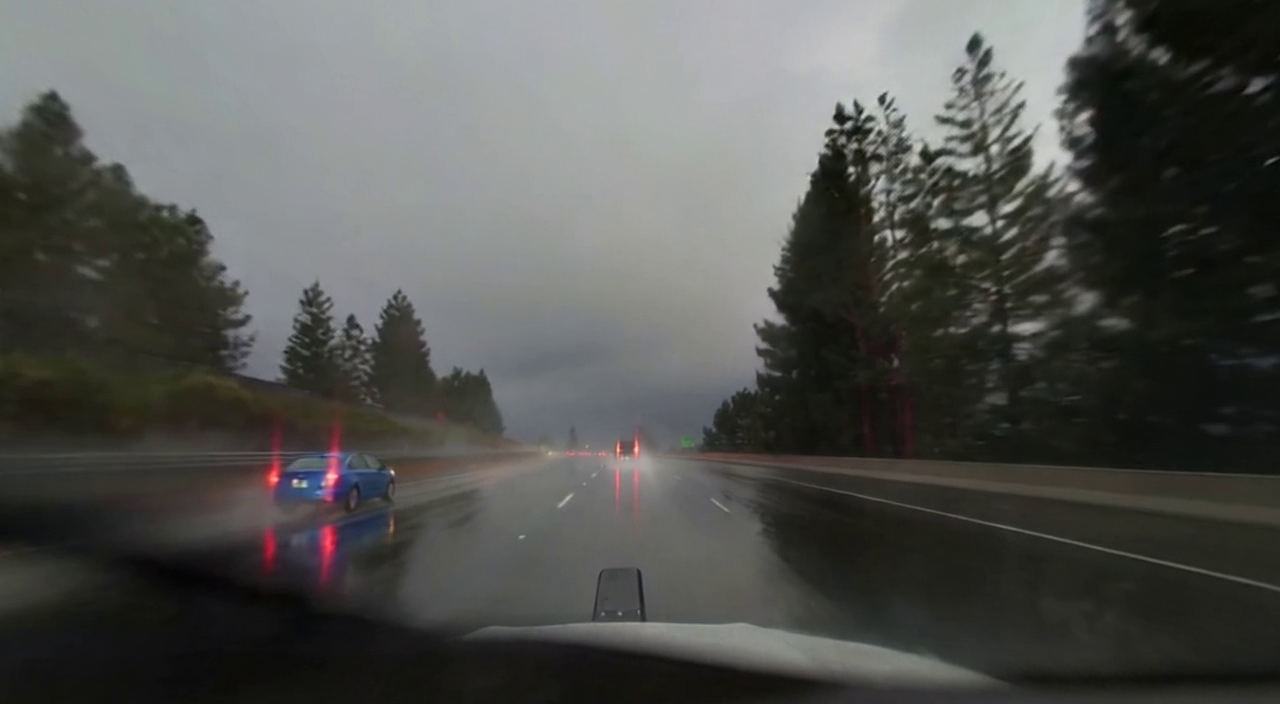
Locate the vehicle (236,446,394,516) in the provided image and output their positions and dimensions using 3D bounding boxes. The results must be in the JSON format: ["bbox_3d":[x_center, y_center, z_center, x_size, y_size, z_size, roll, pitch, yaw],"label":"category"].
[{"bbox_3d":[-7.764,3.074,15.595,1.915,1.479,3.843,0,-9,-1],"label":"vehicle"}]

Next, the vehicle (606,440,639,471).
[{"bbox_3d":[-1.176,6.684,40.824,1.990,1.878,4.079,0,-9,-3],"label":"vehicle"}]
